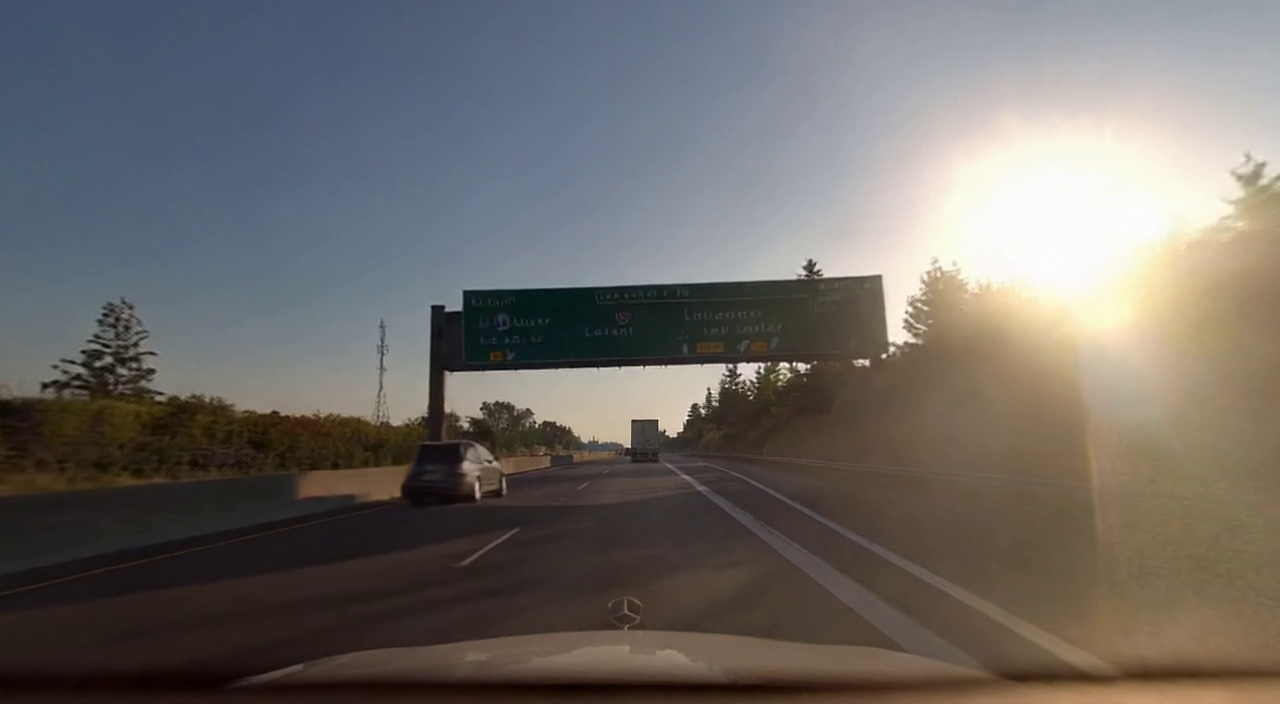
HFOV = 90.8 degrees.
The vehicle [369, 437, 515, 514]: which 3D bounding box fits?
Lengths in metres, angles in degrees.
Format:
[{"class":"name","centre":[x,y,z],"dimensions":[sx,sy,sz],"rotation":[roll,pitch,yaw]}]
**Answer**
[{"class":"vehicle","centre":[-4.754,3.046,16.078],"dimensions":[2.016,1.636,4.964],"rotation":[0,-9,1]}]
